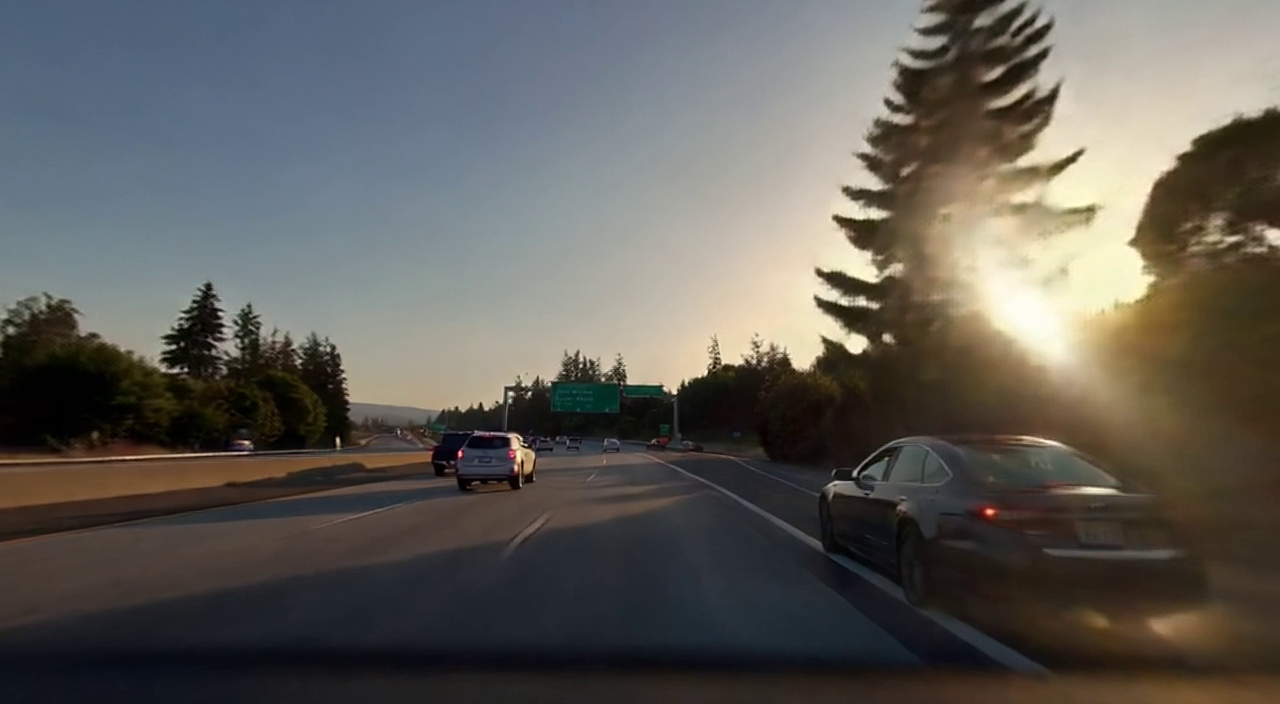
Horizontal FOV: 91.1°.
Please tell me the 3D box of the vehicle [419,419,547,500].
[{"bbox_3d":[-3.901,2.778,16.665,2.142,1.789,5.009,0,-8,0],"label":"vehicle"}]
